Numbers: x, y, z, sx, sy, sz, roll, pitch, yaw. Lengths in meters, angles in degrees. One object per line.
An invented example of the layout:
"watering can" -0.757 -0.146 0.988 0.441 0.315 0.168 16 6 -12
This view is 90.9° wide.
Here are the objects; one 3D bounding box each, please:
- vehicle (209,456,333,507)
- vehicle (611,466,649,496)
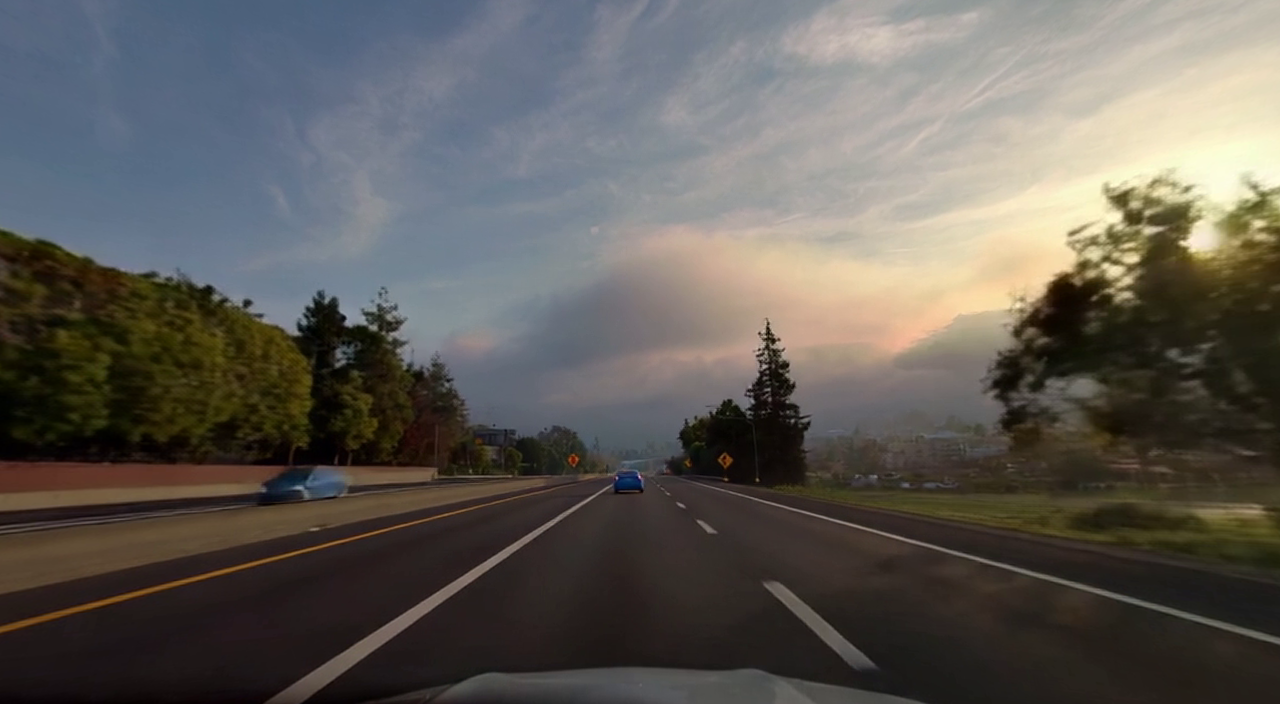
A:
"vehicle" -16.237 5.720 28.165 2.389 1.999 4.977 1 -11 1
"vehicle" -0.525 7.263 35.645 2.016 1.530 4.009 1 -11 0
